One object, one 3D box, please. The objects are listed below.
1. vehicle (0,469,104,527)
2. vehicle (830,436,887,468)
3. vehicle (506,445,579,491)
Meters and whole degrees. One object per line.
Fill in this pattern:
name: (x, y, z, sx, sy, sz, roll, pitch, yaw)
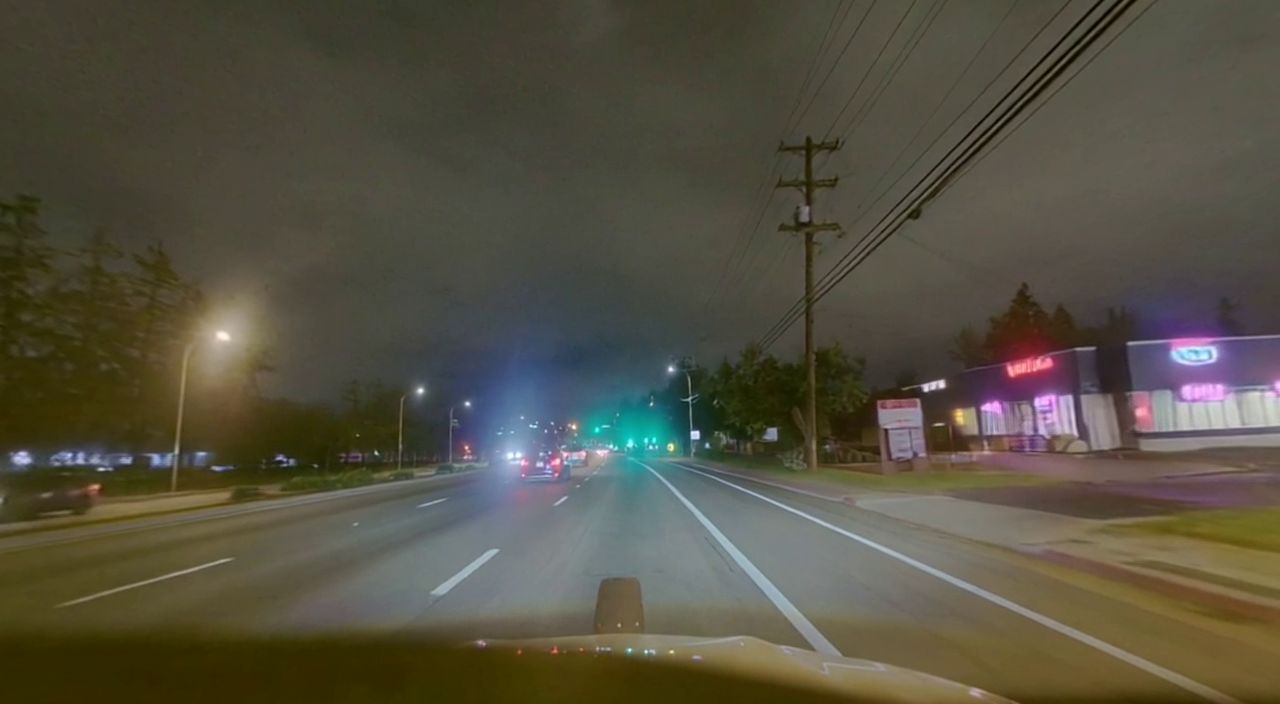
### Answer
vehicle: (-19.640, 4.521, 19.772, 1.925, 1.554, 4.271, 1, -9, -2)
vehicle: (12.183, 5.616, 35.337, 1.894, 1.671, 4.290, -1, -9, 4)
vehicle: (-3.425, 4.165, 22.995, 1.942, 1.469, 4.426, 0, -9, 0)
